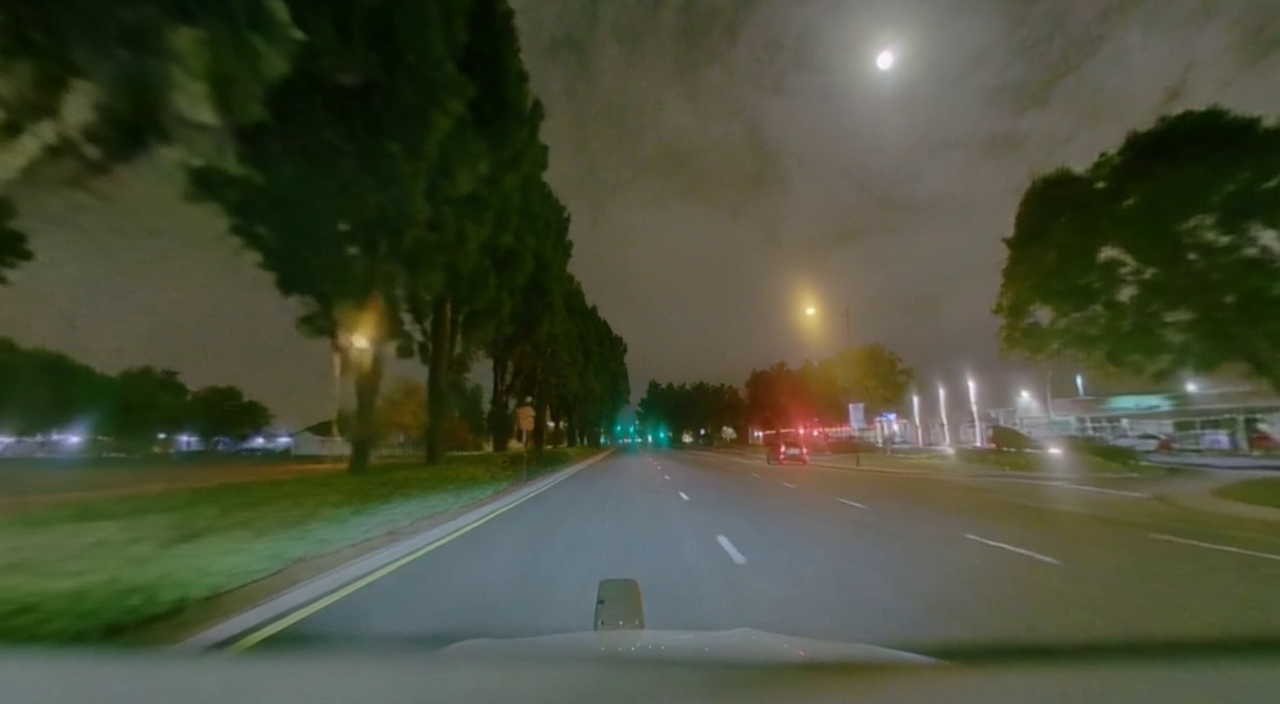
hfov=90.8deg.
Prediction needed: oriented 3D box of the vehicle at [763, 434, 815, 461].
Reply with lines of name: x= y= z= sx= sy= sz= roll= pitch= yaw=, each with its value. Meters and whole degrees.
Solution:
vehicle: x=9.343 y=6.055 z=40.025 sx=1.981 sy=1.557 sz=4.456 roll=0 pitch=-8 yaw=-3

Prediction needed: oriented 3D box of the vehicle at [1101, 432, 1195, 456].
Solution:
vehicle: x=31.744 y=5.763 z=39.566 sx=4.064 sy=1.457 sz=1.999 roll=0 pitch=-9 yaw=3
